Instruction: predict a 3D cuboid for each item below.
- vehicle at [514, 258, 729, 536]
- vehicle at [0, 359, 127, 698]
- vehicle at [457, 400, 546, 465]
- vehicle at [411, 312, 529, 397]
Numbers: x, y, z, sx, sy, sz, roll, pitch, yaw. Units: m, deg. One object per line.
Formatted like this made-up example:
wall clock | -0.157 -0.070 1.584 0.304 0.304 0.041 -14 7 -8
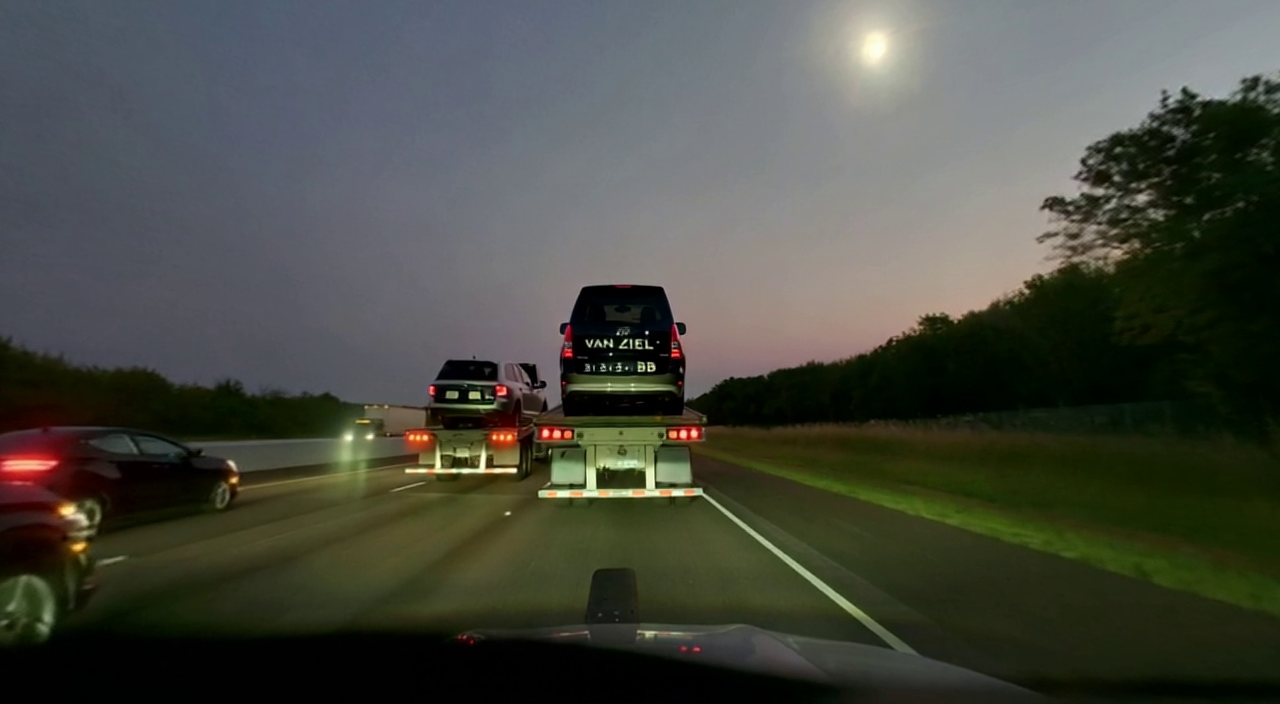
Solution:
vehicle | -0.430 1.141 12.837 2.738 3.628 9.223 0 -7 -2
vehicle | -4.090 0.685 1.653 1.914 1.675 4.331 0 -7 -2
vehicle | -4.570 2.746 21.508 2.258 1.970 4.402 0 -7 -3
vehicle | -4.484 0.224 17.464 2.118 1.799 4.591 0 -7 -2
